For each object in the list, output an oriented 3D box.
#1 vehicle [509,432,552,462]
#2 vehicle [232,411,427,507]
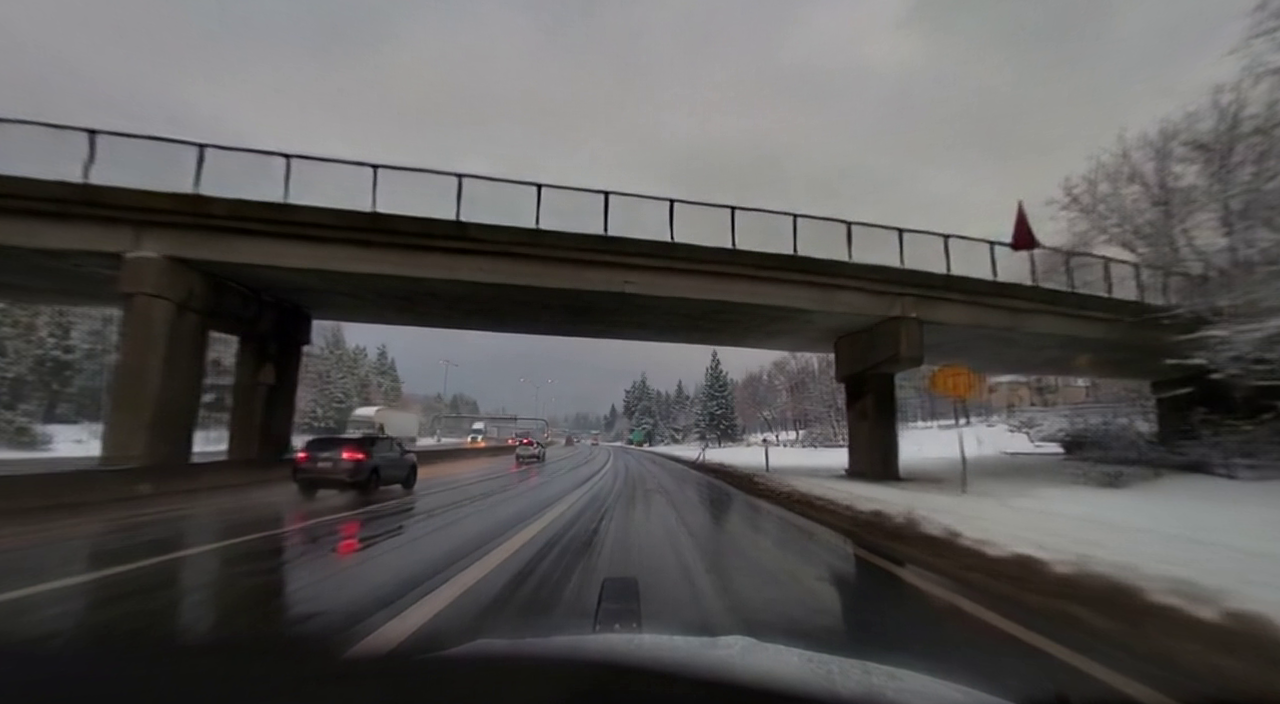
[{"bbox_3d":[-7.239,6.308,41.864,1.956,1.888,4.512,0,-8,1],"label":"vehicle"},{"bbox_3d":[-7.075,2.480,15.090,2.188,1.896,4.810,0,-8,0],"label":"vehicle"}]
